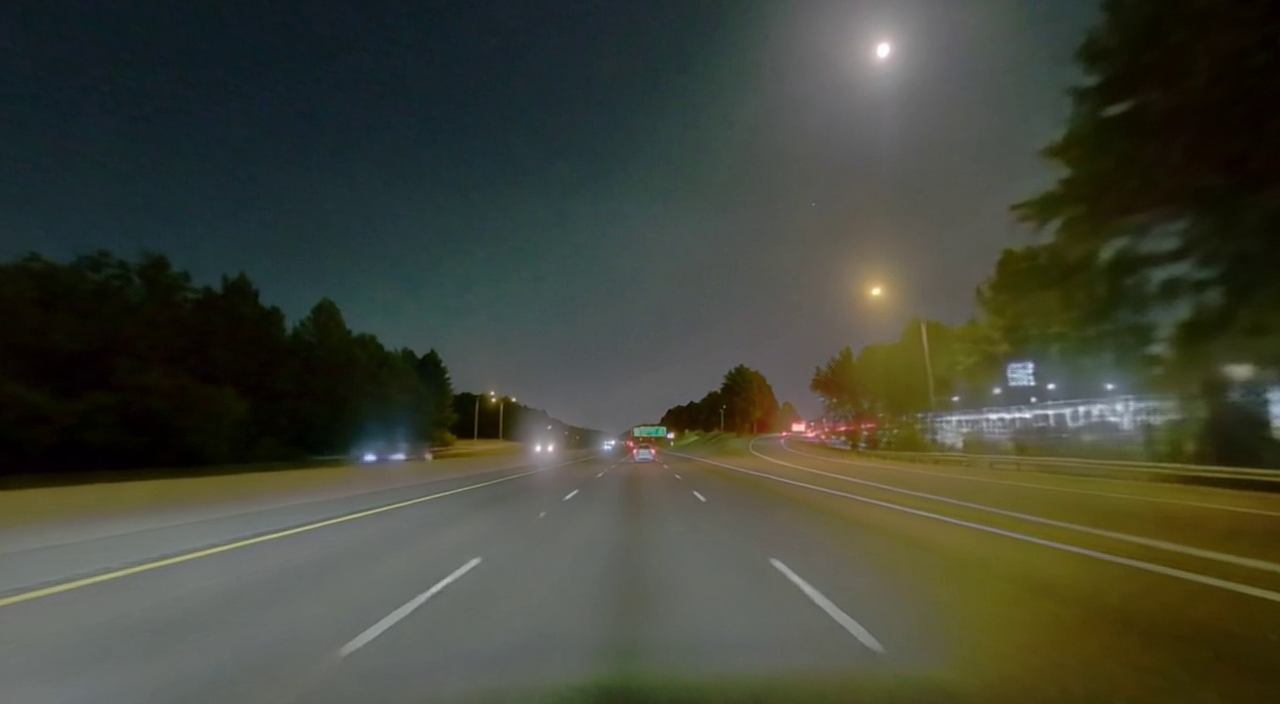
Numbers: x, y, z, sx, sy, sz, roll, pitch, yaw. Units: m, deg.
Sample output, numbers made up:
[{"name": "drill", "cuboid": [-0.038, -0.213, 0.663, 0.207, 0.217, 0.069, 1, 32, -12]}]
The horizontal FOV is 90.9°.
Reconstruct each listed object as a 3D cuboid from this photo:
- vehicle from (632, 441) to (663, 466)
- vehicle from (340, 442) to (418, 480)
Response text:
[{"name": "vehicle", "cuboid": [0.516, 7.165, 44.639, 2.087, 1.682, 4.388, 0, -9, 0]}, {"name": "vehicle", "cuboid": [-12.258, 5.114, 29.901, 1.911, 1.637, 4.205, 0, -9, 0]}]
